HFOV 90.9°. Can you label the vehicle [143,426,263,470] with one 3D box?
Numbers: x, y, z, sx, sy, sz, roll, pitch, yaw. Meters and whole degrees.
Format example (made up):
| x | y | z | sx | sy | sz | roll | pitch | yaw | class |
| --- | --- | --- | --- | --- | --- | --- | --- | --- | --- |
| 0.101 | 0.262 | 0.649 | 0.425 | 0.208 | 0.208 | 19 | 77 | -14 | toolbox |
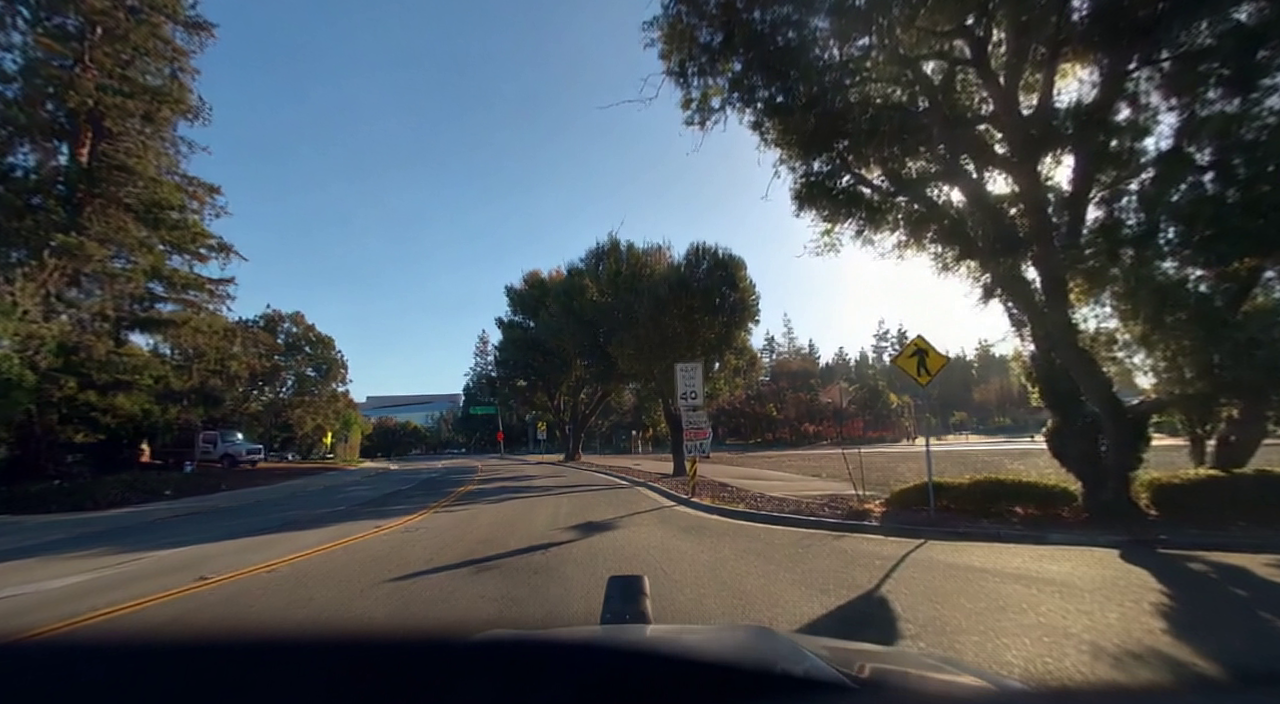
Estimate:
| x | y | z | sx | sy | sz | roll | pitch | yaw | class |
| --- | --- | --- | --- | --- | --- | --- | --- | --- | --- |
| -21.231 | 4.645 | 30.675 | 4.699 | 1.996 | 2.116 | -2 | -9 | 14 | vehicle |
